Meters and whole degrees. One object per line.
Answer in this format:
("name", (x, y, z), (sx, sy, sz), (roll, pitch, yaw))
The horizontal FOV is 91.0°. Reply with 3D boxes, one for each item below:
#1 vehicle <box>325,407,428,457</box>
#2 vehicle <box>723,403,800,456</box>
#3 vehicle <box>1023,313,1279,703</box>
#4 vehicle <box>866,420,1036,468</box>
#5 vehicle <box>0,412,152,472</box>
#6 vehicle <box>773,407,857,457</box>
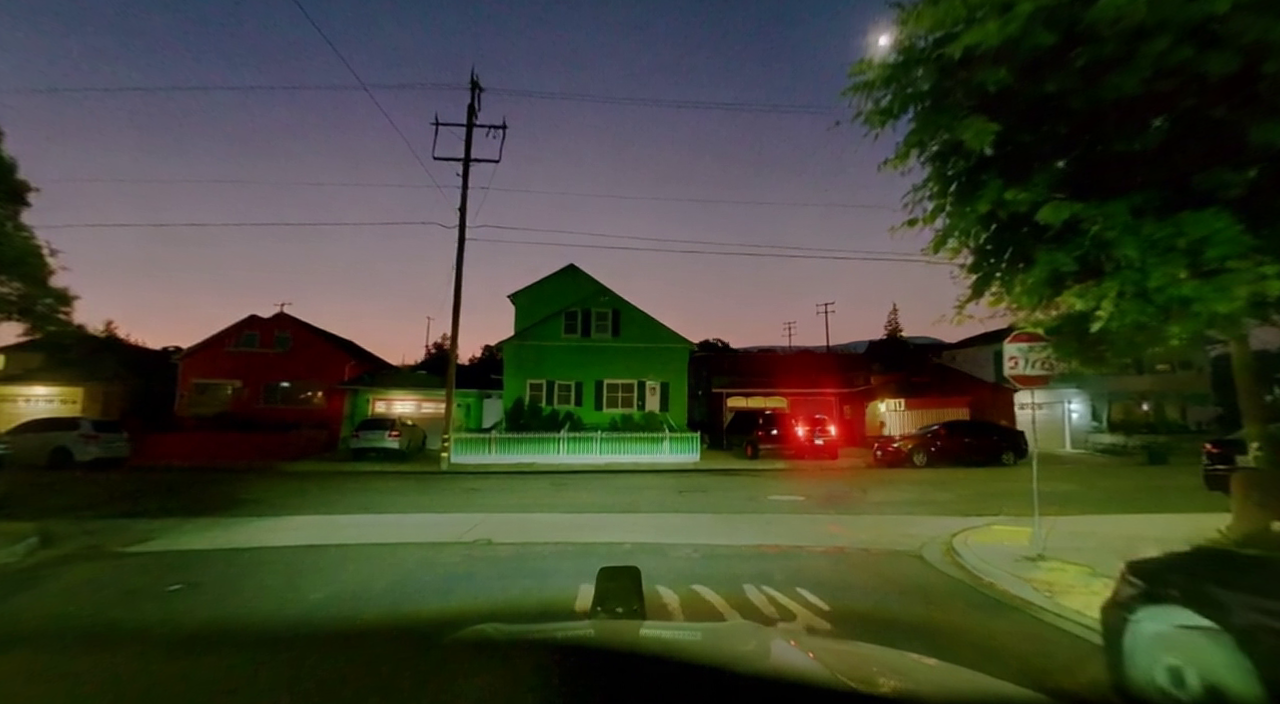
("vehicle", (-10.167, 3.177, 24.763), (2.091, 1.760, 4.760), (0, -8, -2))
("vehicle", (4.718, 3.056, 25.176), (2.081, 1.891, 4.367), (-1, -6, -2))
("vehicle", (3.290, 0.606, 0.884), (2.109, 1.811, 4.886), (0, -8, -5))
("vehicle", (10.297, 3.086, 21.144), (4.644, 1.482, 1.997), (0, -8, 1))
("vehicle", (-18.125, 2.771, 19.339), (4.417, 1.703, 2.093), (0, -8, -3))
("vehicle", (6.900, 3.220, 25.295), (2.053, 1.756, 4.034), (-1, -8, -2))
